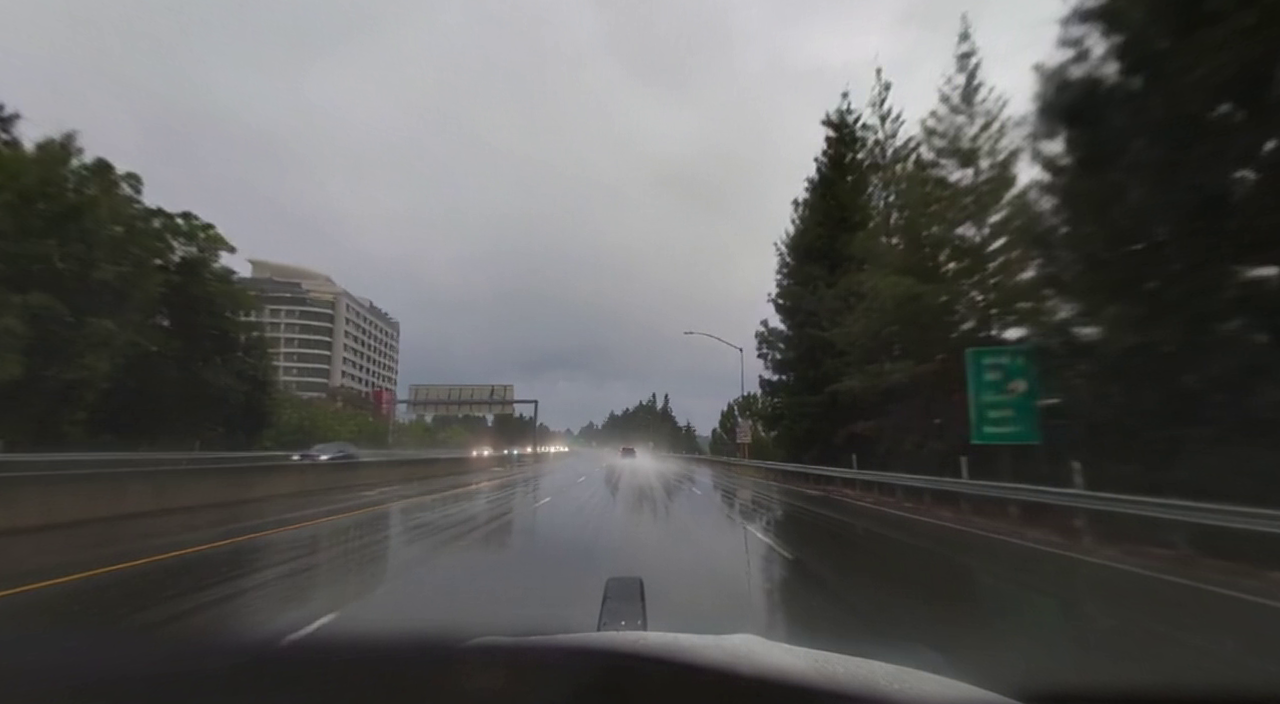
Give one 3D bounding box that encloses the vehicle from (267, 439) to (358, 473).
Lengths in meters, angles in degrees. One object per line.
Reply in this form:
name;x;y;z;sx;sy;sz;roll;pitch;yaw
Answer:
vehicle;-15.245;4.863;29.668;1.922;1.465;4.498;0;-9;-1
